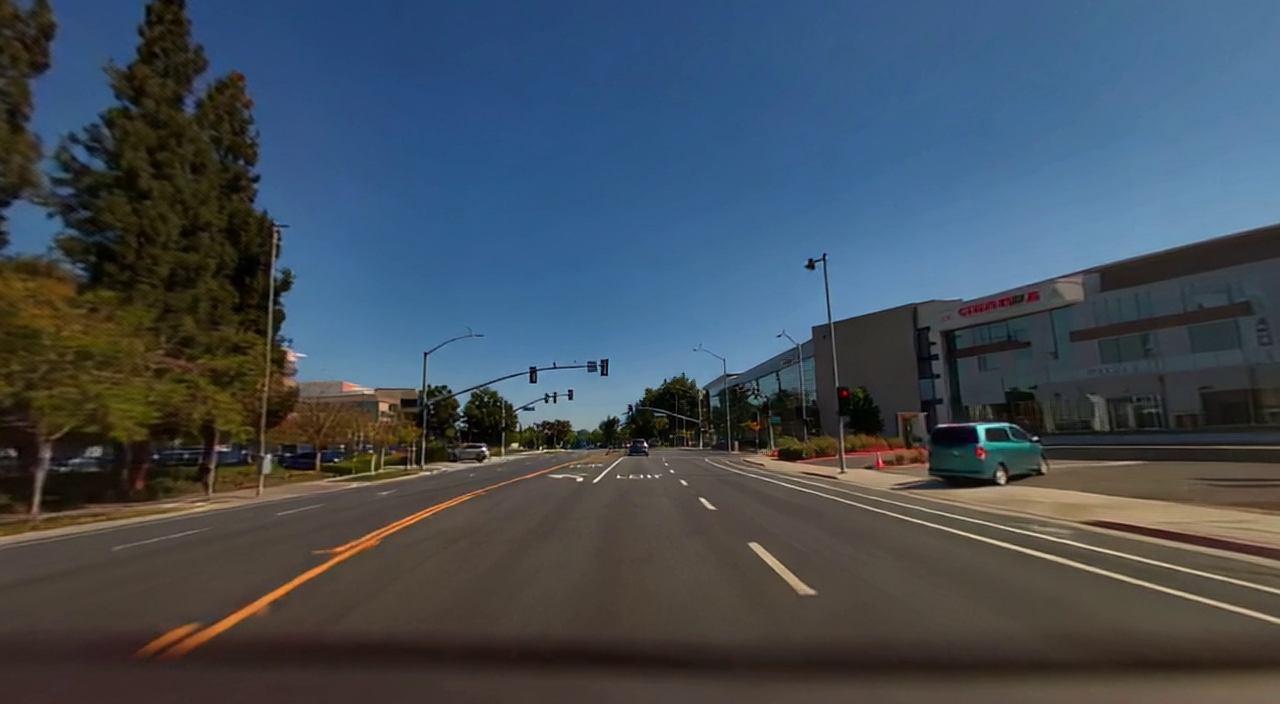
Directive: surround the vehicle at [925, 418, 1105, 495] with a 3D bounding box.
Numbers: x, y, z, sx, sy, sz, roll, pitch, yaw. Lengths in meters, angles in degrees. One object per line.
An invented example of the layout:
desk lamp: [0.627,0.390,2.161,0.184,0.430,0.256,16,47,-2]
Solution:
vehicle: [10.210,2.793,17.097,4.635,1.821,2.087,5,-10,-30]
